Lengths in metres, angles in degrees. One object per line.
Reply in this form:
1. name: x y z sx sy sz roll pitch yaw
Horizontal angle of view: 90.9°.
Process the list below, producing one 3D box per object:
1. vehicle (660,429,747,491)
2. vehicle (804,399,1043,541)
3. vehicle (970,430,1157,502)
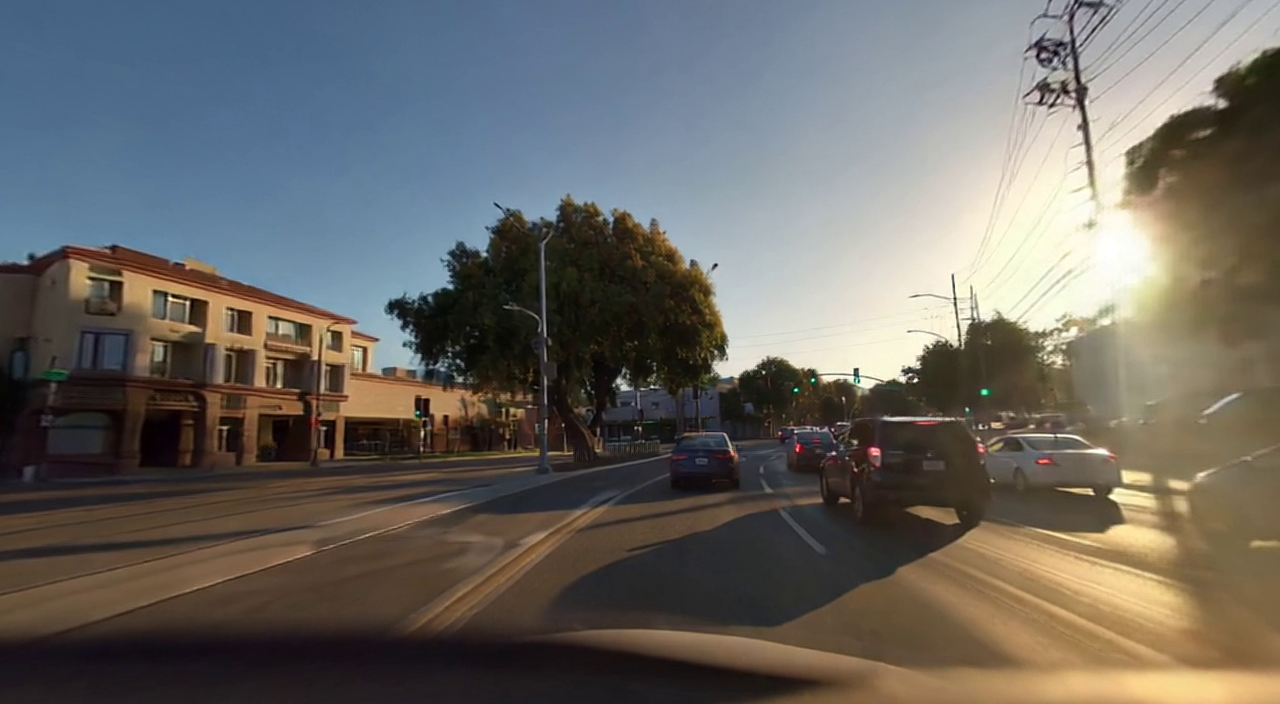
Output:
1. vehicle: 1.899 3.000 17.861 2.168 1.527 4.174 -1 -8 9
2. vehicle: 4.305 1.884 10.671 2.119 1.810 4.848 -1 -8 5
3. vehicle: 9.982 2.700 15.380 1.882 1.463 4.543 -1 -8 8
